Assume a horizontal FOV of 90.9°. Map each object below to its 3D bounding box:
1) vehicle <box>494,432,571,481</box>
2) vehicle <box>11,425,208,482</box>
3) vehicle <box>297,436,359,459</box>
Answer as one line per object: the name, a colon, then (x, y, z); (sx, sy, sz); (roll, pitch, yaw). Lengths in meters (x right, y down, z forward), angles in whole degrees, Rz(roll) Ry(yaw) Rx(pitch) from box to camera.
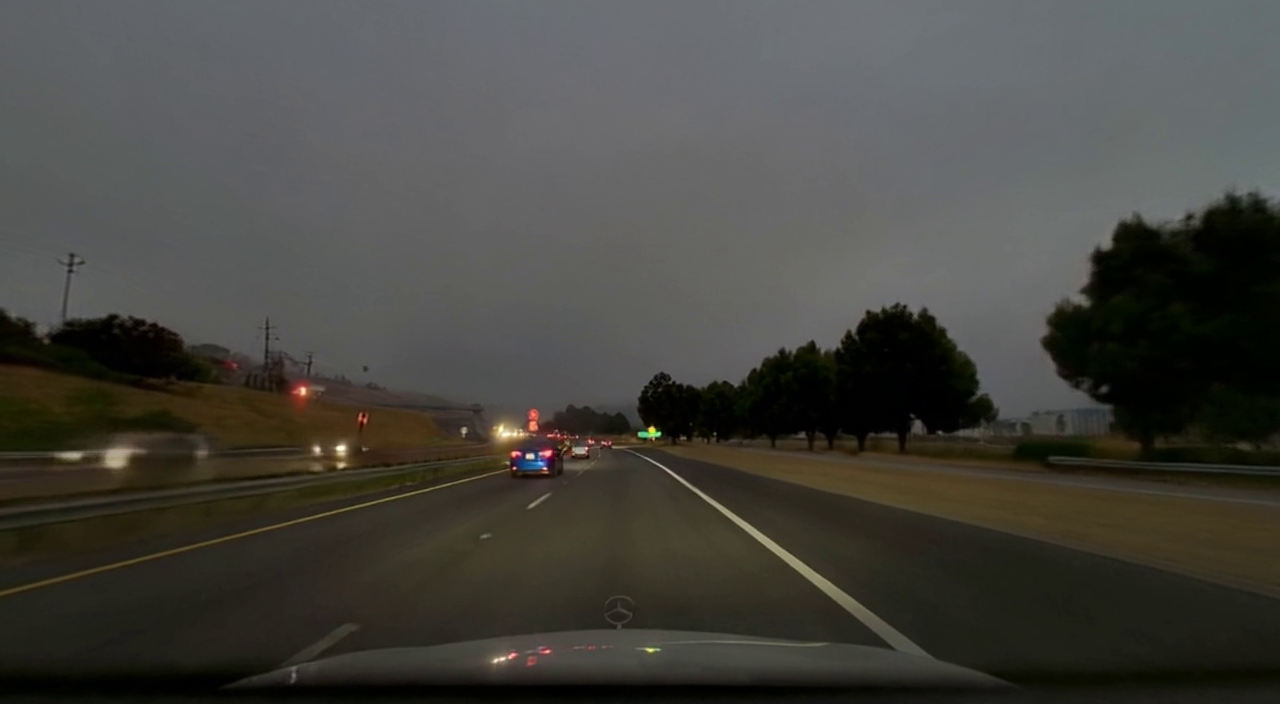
vehicle: (-3.825, 3.777, 23.297); (2.047, 1.612, 4.631); (0, -8, 0)
vehicle: (-15.295, 2.937, 18.618); (1.838, 1.473, 4.625); (0, -8, -1)
vehicle: (-19.914, 6.096, 40.441); (1.892, 1.435, 4.234); (0, -8, -2)
